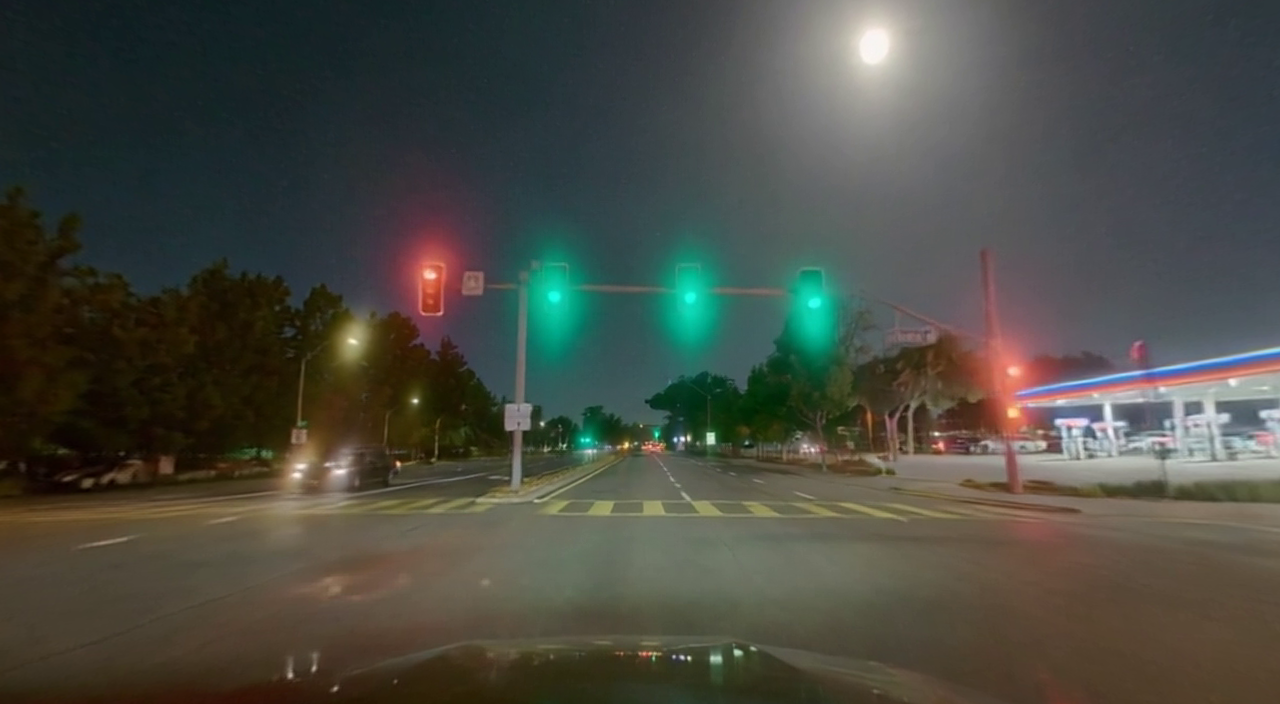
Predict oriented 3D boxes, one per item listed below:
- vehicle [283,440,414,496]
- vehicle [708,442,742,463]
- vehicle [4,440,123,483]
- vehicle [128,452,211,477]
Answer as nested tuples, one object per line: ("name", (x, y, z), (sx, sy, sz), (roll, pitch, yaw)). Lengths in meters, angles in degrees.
("vehicle", (-9.150, 3.673, 20.370), (2.029, 1.452, 4.598), (-3, -9, 1))
("vehicle", (6.624, 7.878, 49.660), (1.990, 1.508, 4.426), (0, -8, -2))
("vehicle", (-37.099, 7.023, 40.727), (5.831, 2.624, 2.189), (-1, -9, 8))
("vehicle", (-36.132, 8.645, 48.566), (4.876, 1.829, 2.094), (-1, -8, 7))
